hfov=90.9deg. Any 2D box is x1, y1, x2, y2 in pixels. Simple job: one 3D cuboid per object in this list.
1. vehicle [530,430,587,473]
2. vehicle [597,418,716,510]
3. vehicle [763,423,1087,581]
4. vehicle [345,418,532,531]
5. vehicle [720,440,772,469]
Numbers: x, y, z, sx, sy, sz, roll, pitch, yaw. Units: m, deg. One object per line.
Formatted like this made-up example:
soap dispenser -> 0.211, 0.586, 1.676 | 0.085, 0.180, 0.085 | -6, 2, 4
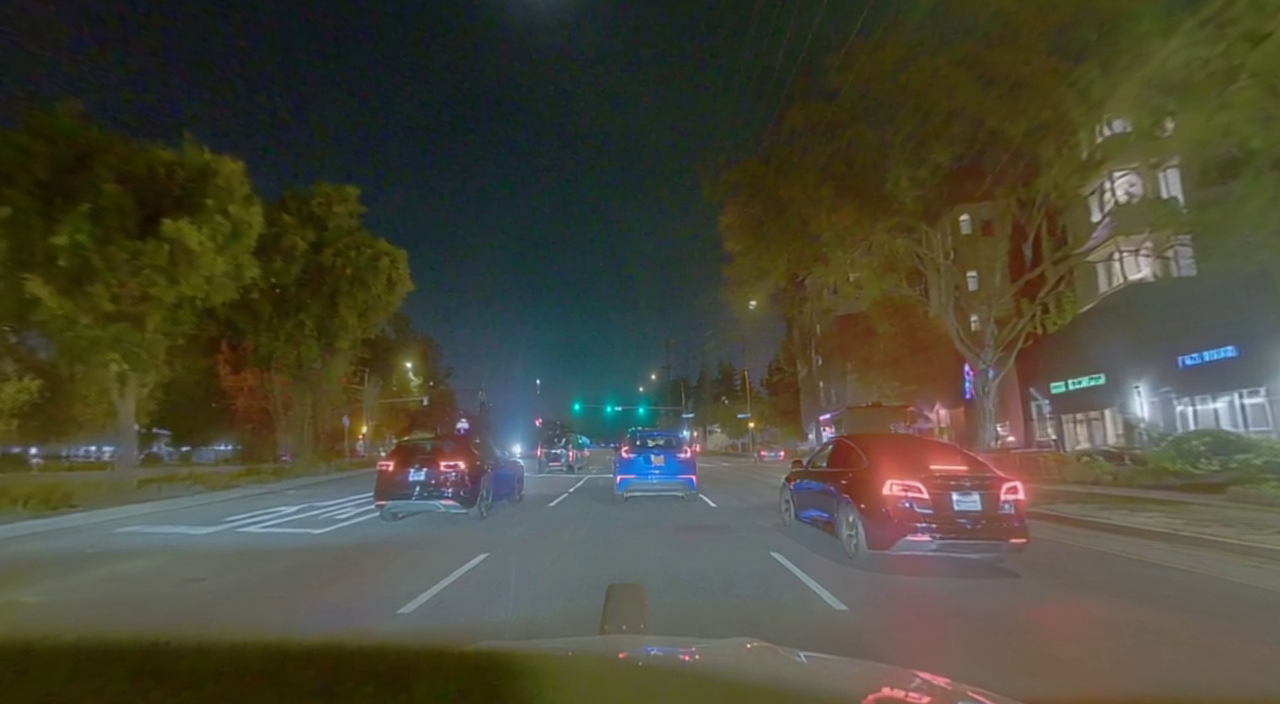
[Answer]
vehicle -> -3.602, 4.490, 28.584 | 2.014, 1.755, 4.360 | 0, -8, 0
vehicle -> 0.200, 2.479, 14.363 | 2.280, 1.747, 4.361 | 0, -8, -3
vehicle -> 3.190, 1.775, 8.378 | 2.017, 1.491, 4.611 | 0, -8, -2
vehicle -> -3.444, 2.198, 11.915 | 2.043, 1.687, 4.676 | 0, -8, -1
vehicle -> 5.795, 5.686, 35.098 | 2.010, 1.486, 4.498 | 0, -8, -1
